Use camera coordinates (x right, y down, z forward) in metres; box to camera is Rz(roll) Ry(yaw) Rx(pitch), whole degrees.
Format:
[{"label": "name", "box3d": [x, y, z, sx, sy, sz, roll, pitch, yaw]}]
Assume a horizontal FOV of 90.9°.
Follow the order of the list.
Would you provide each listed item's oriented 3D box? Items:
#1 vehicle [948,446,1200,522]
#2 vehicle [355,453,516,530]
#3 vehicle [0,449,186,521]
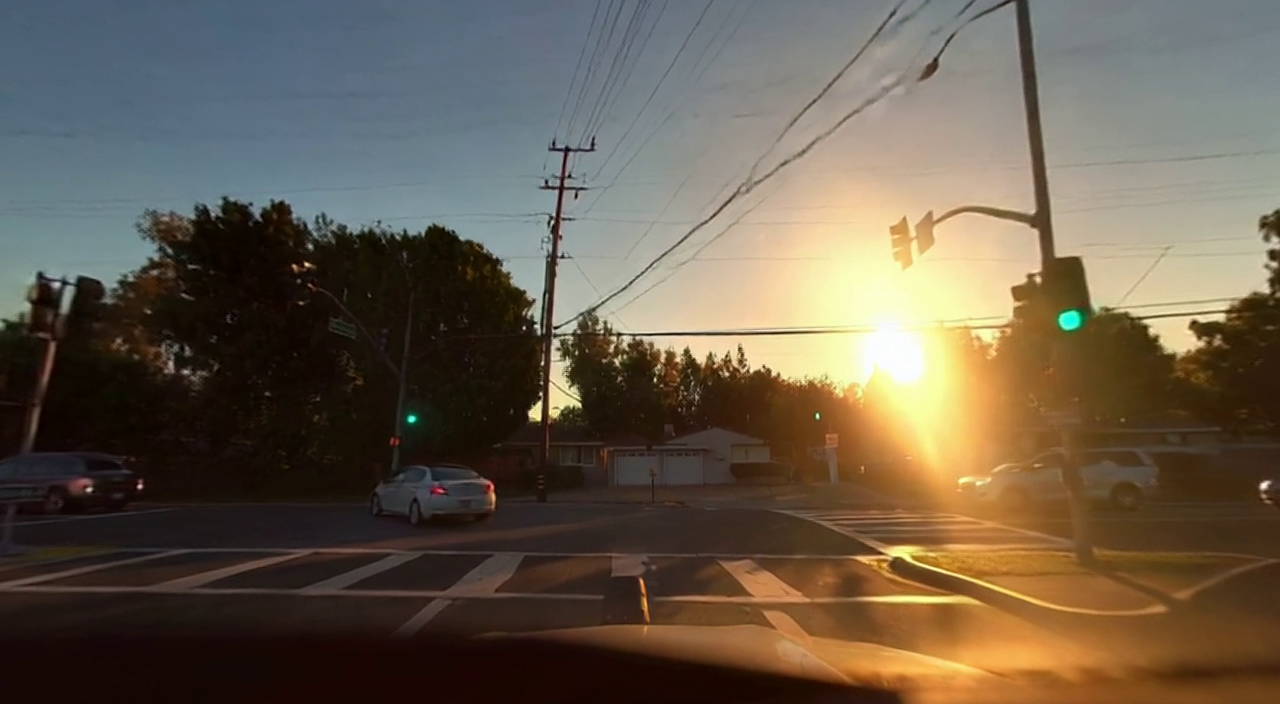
[{"label": "vehicle", "box3d": [10.525, 3.210, 15.676, 4.600, 1.722, 2.074, -1, -8, 6]}, {"label": "vehicle", "box3d": [-5.097, 3.248, 15.369, 2.078, 1.506, 4.512, 7, -11, -40]}, {"label": "vehicle", "box3d": [-14.414, 3.280, 15.959, 4.485, 1.625, 1.980, -1, -8, 8]}]
